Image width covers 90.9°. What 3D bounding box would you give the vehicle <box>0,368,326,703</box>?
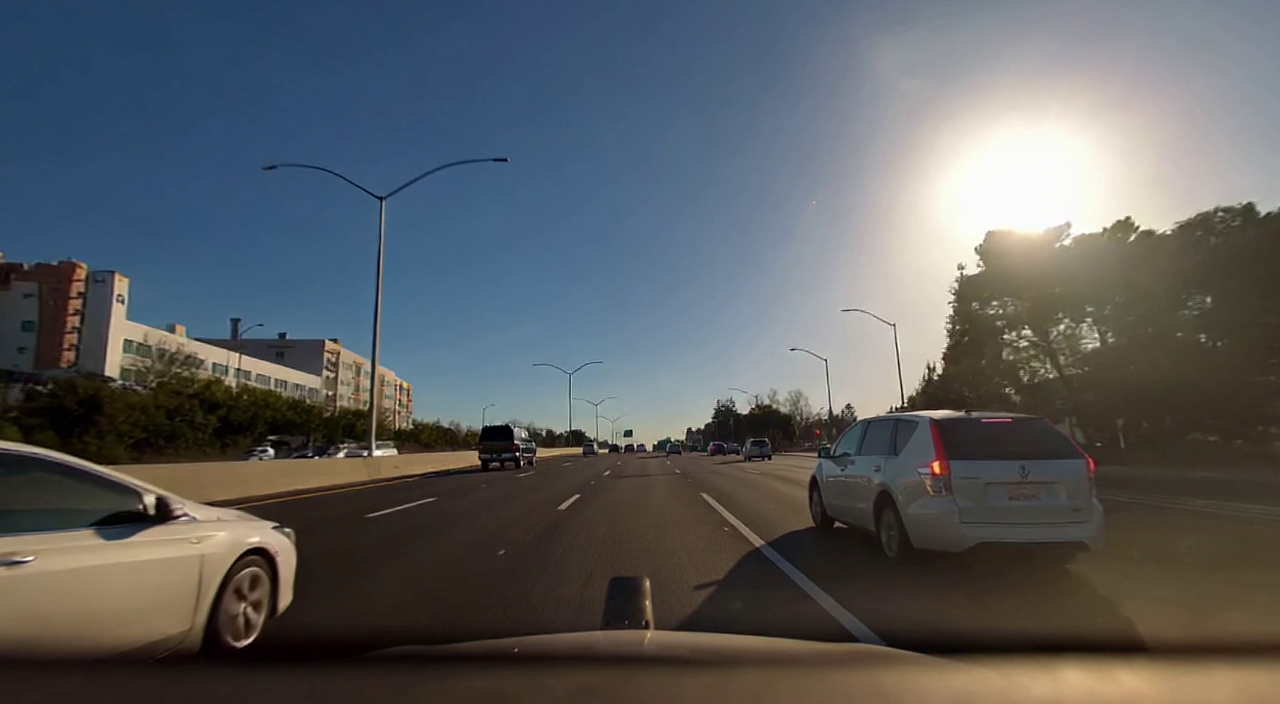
[{"bbox_3d":[-3.370,0.825,2.182,2.080,1.542,4.718,0,-8,1],"label":"vehicle"}]

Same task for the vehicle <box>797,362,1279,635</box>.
[{"bbox_3d":[3.386,1.348,6.792,2.148,1.852,4.835,0,-8,0],"label":"vehicle"}]

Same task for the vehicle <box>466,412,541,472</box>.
[{"bbox_3d":[-6.969,4.723,33.067,2.362,2.778,6.630,0,-8,0],"label":"vehicle"}]

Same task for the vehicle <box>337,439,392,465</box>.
[{"bbox_3d":[-15.705,5.719,36.106,1.520,1.412,3.458,0,-8,1],"label":"vehicle"}]
